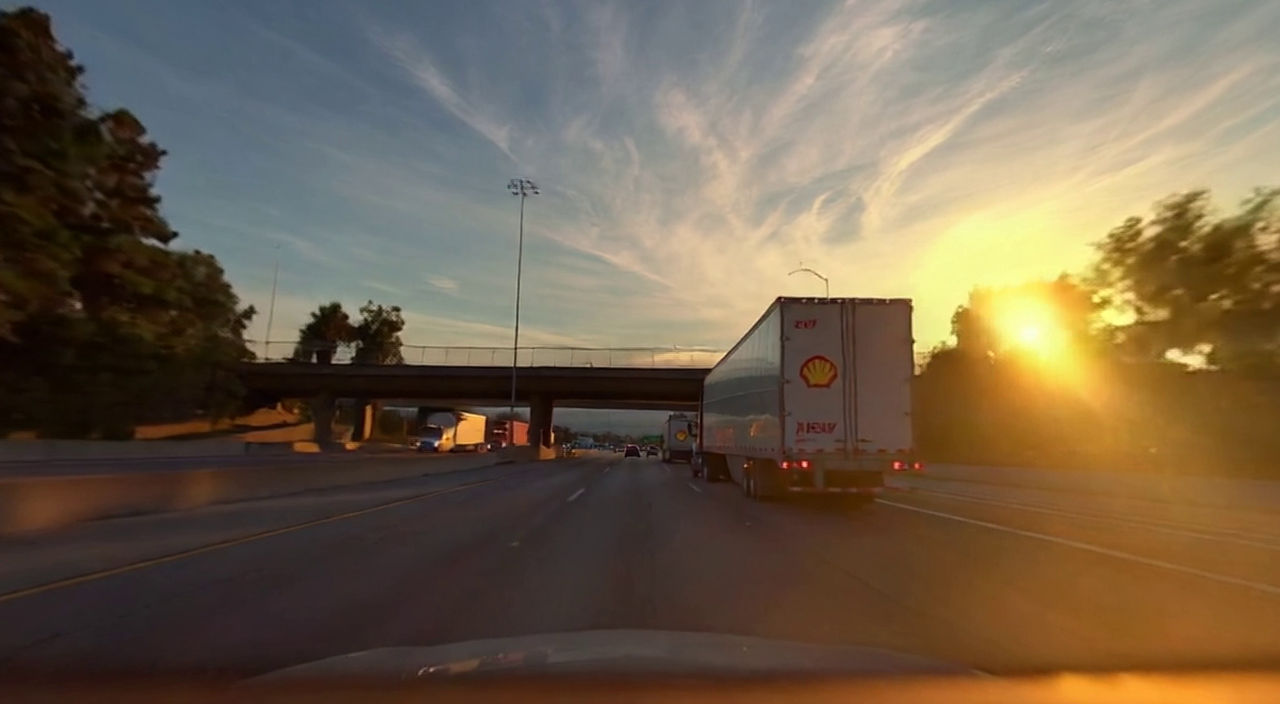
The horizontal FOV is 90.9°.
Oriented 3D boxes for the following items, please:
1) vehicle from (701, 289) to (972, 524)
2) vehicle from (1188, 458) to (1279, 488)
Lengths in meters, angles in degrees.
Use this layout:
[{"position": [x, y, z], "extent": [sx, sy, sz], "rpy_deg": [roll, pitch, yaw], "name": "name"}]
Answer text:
[{"position": [3.957, 1.938, 17.677], "extent": [2.922, 3.987, 14.038], "rpy_deg": [0, -9, -1], "name": "vehicle"}, {"position": [39.276, 7.934, 41.570], "extent": [1.939, 1.708, 4.755], "rpy_deg": [0, -9, 2], "name": "vehicle"}]
